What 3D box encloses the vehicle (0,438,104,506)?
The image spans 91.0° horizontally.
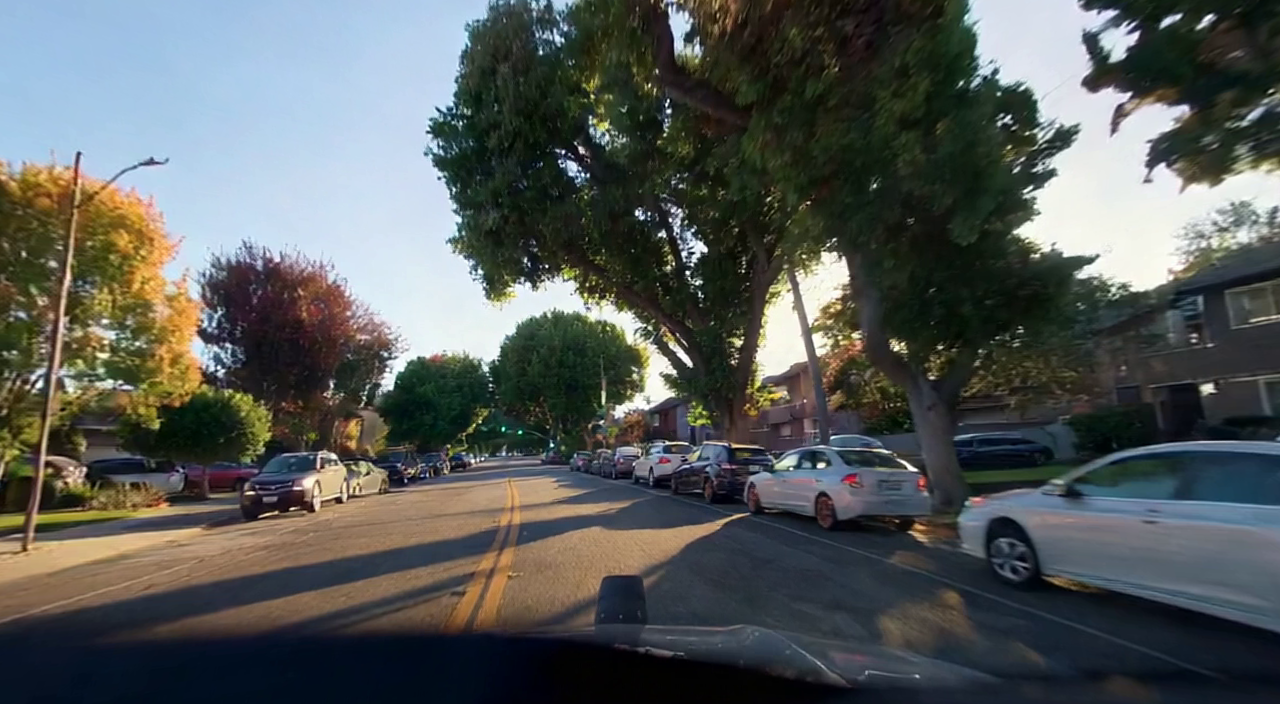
[{"bbox_3d":[-18.958,3.534,17.990,5.035,1.760,2.149,-2,-10,-11],"label":"vehicle"}]

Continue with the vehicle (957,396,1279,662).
[{"bbox_3d":[4.493,1.057,4.052,2.049,1.447,4.626,1,-9,-7],"label":"vehicle"}]

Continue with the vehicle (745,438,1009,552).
[{"bbox_3d":[3.396,2.119,10.143,1.974,1.385,4.315,1,-9,-11],"label":"vehicle"}]

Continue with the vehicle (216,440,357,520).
[{"bbox_3d":[-9.895,3.589,18.174,2.072,1.840,5.197,-1,-9,-12],"label":"vehicle"}]

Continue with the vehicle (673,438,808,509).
[{"bbox_3d":[2.318,2.949,15.848,1.954,1.507,4.356,1,-9,-11],"label":"vehicle"}]
